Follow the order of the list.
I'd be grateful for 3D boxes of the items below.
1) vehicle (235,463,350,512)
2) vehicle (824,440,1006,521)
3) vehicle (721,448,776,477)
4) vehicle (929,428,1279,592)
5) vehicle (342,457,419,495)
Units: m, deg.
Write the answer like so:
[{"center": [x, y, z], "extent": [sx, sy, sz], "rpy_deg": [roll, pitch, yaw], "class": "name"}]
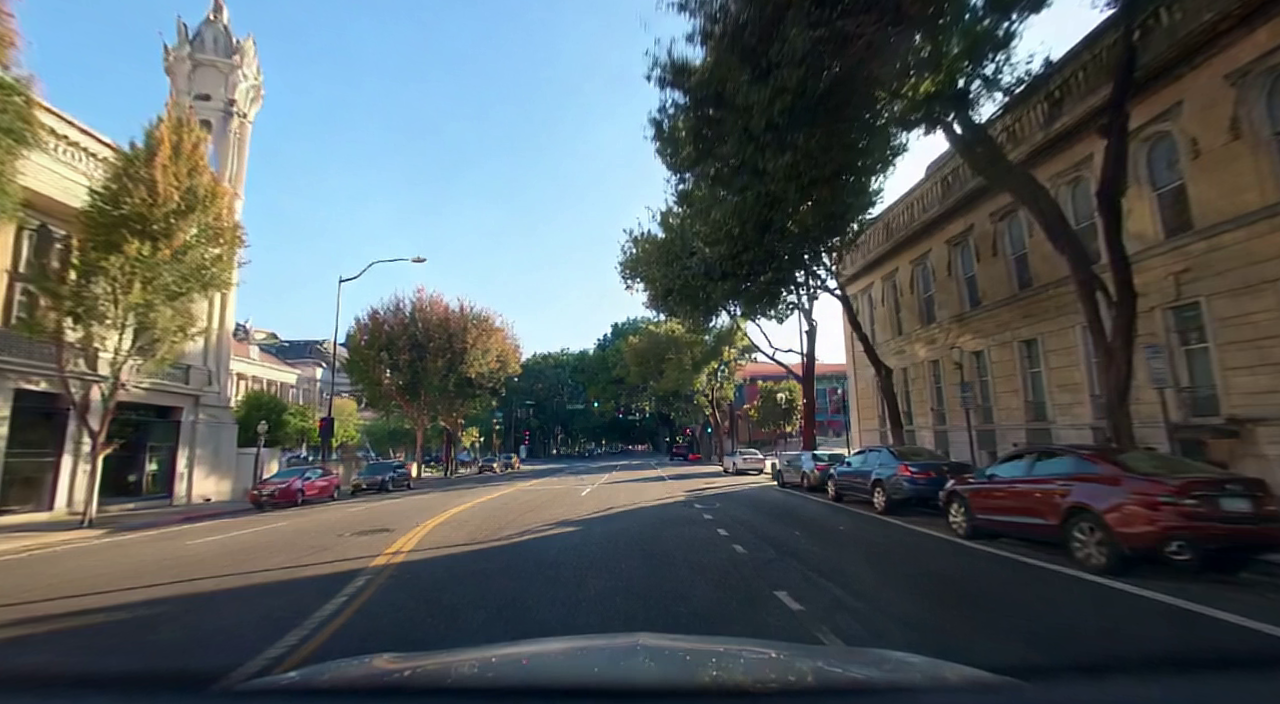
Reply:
[{"center": [-12.628, 4.919, 23.347], "extent": [1.828, 1.462, 4.421], "rpy_deg": [0, -8, -2], "class": "vehicle"}, {"center": [5.827, 2.751, 14.169], "extent": [1.849, 1.491, 4.626], "rpy_deg": [0, -9, -2], "class": "vehicle"}, {"center": [5.982, 6.131, 35.339], "extent": [2.091, 1.445, 4.678], "rpy_deg": [0, -9, -2], "class": "vehicle"}, {"center": [6.037, 1.880, 8.530], "extent": [1.923, 1.554, 4.712], "rpy_deg": [0, -8, -2], "class": "vehicle"}, {"center": [-12.634, 6.037, 31.122], "extent": [1.911, 1.558, 4.793], "rpy_deg": [-3, -9, -2], "class": "vehicle"}]
